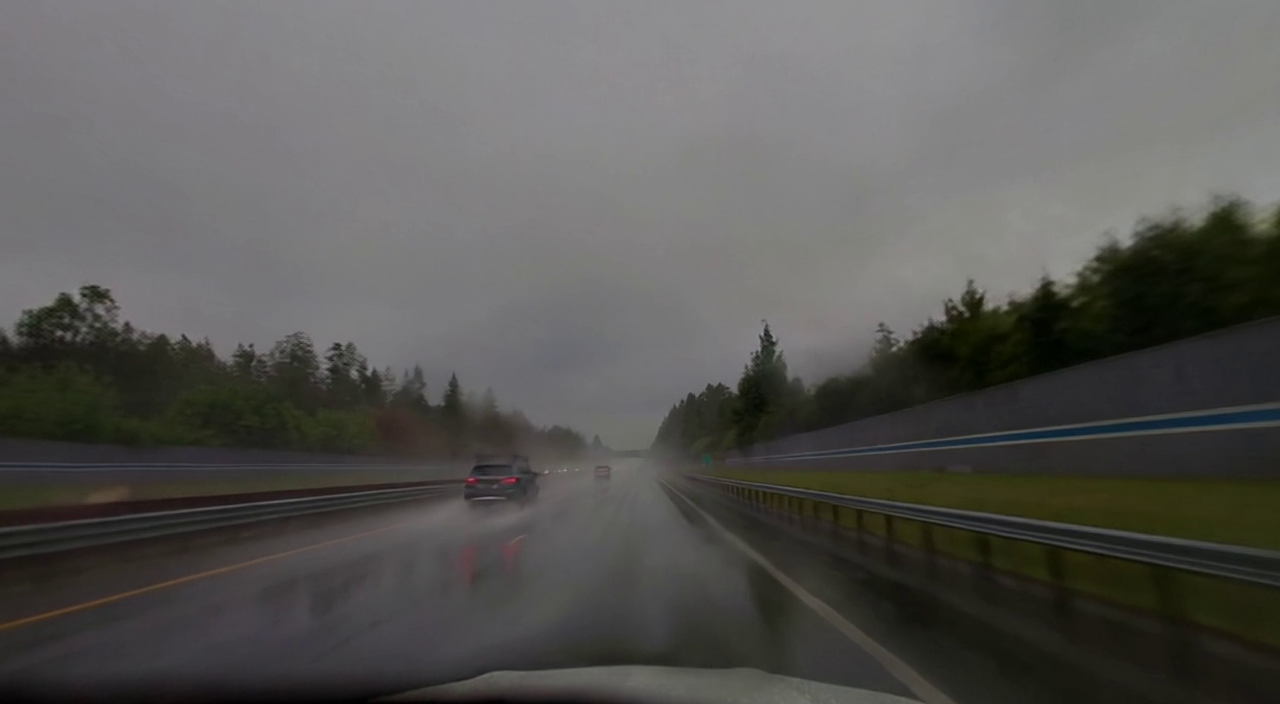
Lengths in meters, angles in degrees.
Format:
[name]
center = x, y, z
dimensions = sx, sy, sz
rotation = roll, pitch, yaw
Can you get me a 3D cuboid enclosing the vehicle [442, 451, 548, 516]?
[vehicle]
center = -4.126, 3.853, 18.732
dimensions = 2.022, 1.650, 4.331
rotation = 0, -11, 1
